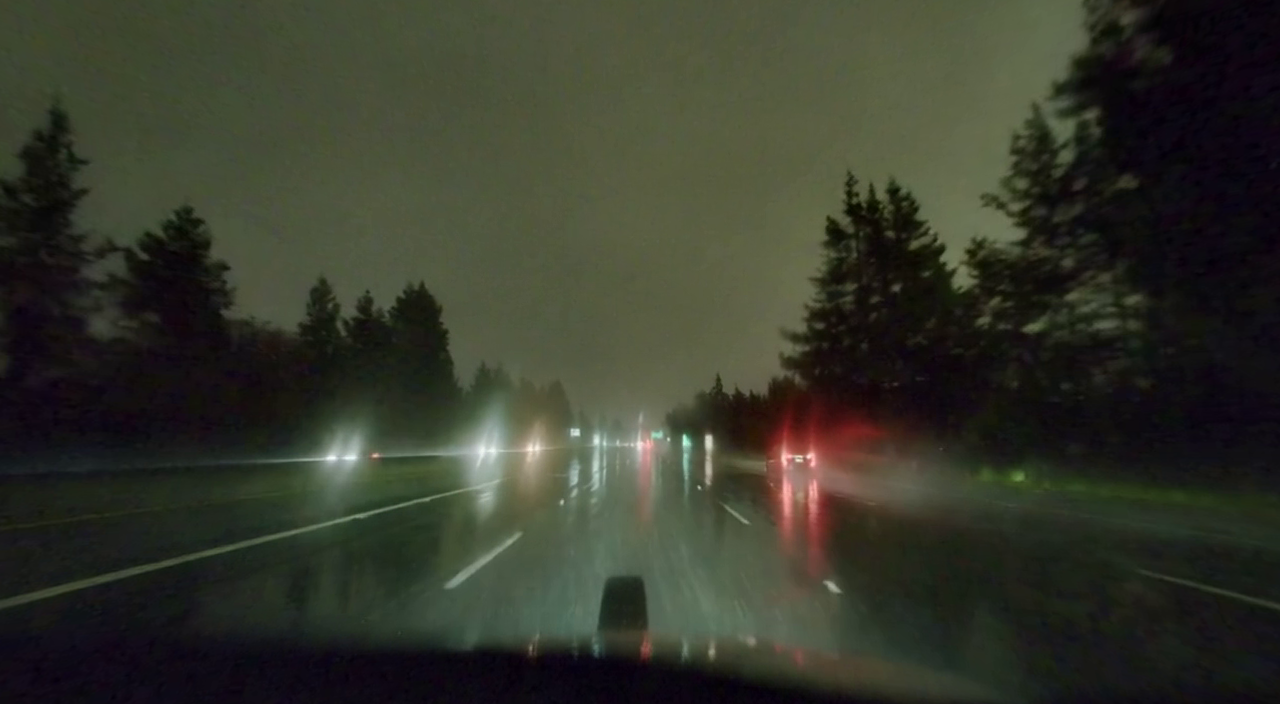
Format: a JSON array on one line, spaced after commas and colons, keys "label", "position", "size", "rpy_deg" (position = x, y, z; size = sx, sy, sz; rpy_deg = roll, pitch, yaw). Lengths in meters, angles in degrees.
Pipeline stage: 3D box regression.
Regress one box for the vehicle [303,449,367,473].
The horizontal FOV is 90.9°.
[{"label": "vehicle", "position": [-21.113, 7.545, 43.848], "size": [1.824, 1.558, 5.076], "rpy_deg": [0, -8, 1]}]
